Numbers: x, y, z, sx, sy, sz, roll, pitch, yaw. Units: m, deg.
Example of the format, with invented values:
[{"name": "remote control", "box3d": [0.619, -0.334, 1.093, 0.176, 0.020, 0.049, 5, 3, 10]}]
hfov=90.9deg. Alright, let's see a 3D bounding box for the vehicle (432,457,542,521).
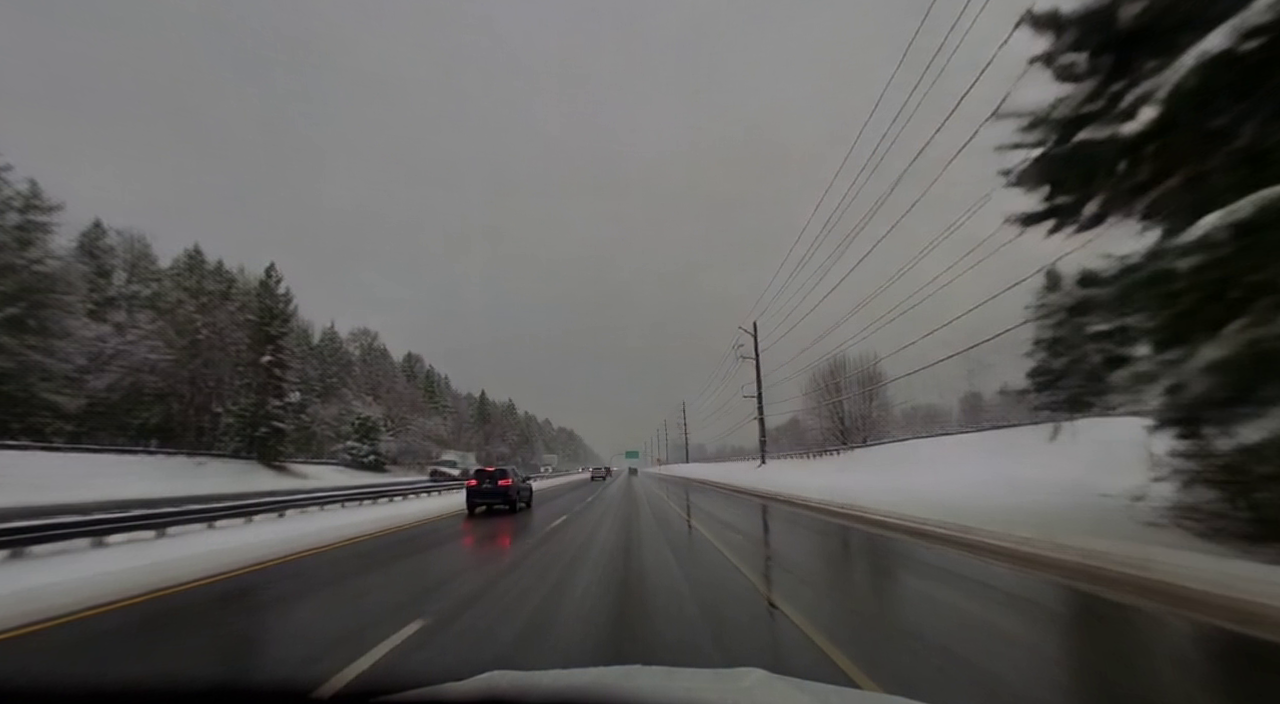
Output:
[{"name": "vehicle", "box3d": [-4.069, 3.735, 17.538, 1.963, 1.501, 4.227, 1, -10, 0]}]
